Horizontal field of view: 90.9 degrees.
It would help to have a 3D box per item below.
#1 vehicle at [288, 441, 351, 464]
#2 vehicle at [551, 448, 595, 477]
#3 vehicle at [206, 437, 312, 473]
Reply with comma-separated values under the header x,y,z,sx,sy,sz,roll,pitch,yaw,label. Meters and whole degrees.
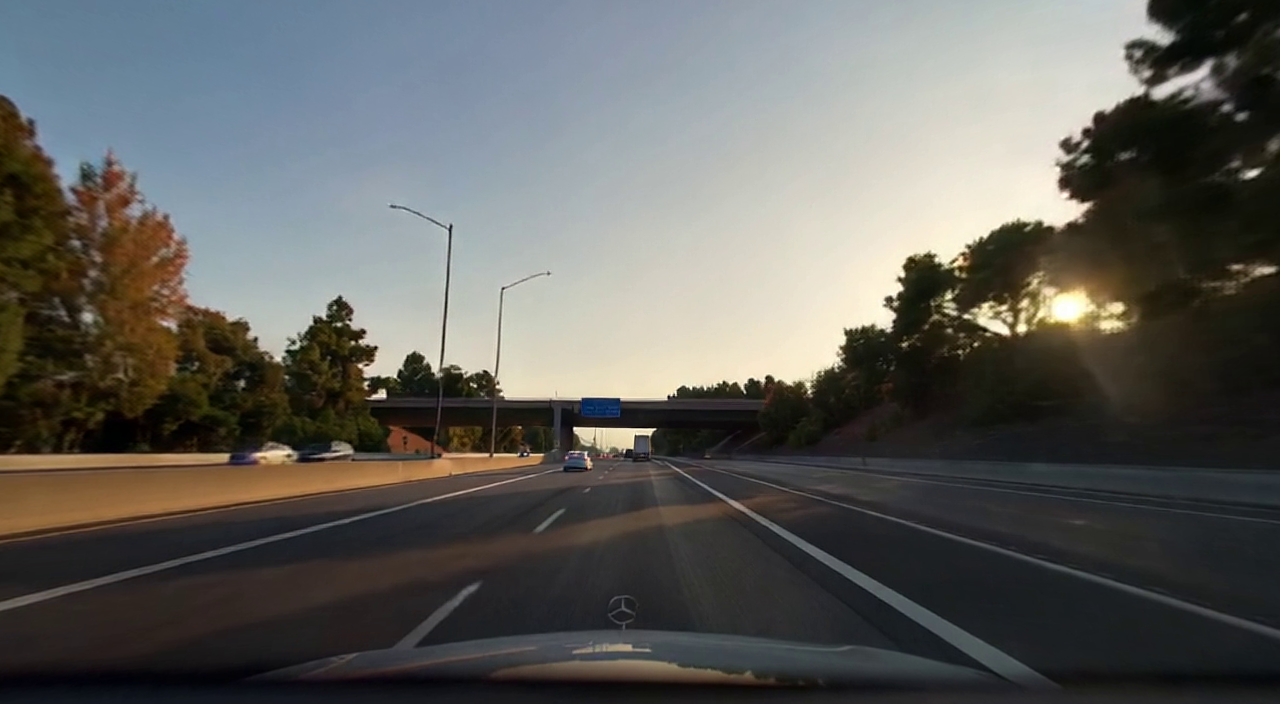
x,y,z,sx,sy,sz,roll,pitch,yaw,label
-24.244,7.681,47.929,1.992,1.635,5.180,0,-9,1,vehicle
-3.754,6.279,36.037,2.070,1.564,4.145,0,-9,0,vehicle
-24.296,6.617,40.659,2.415,2.092,6.732,0,-9,2,vehicle
